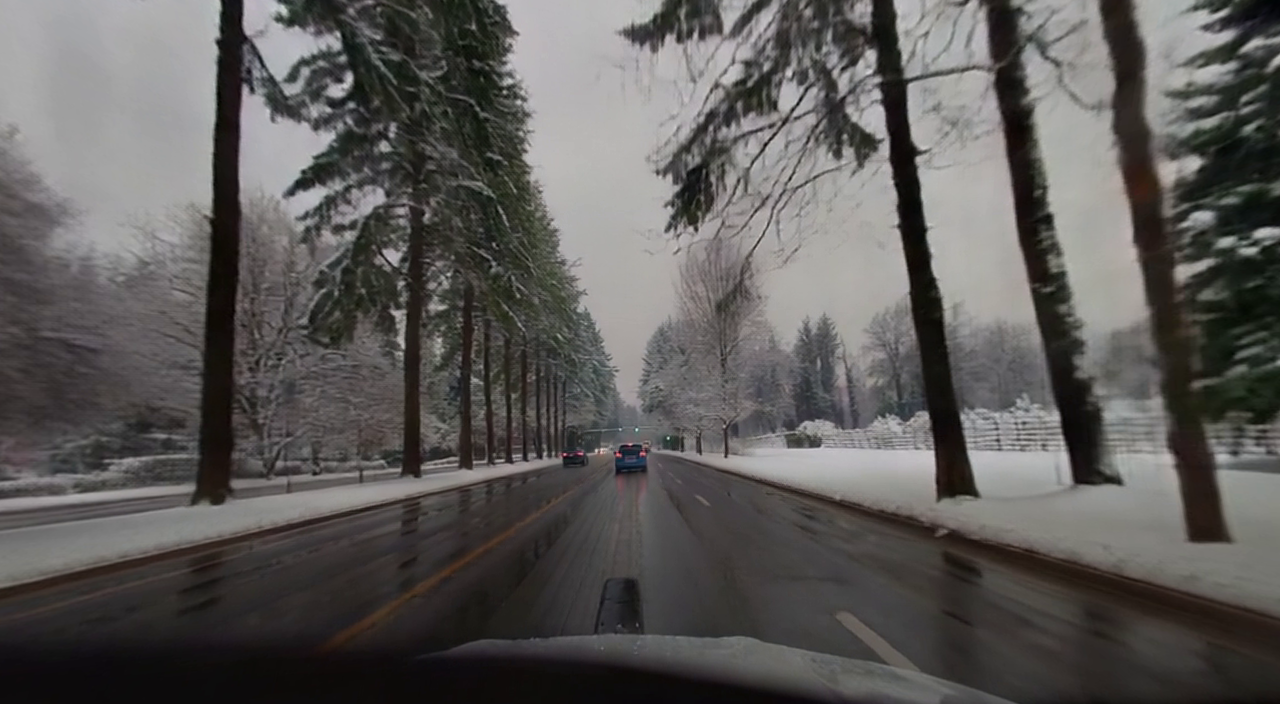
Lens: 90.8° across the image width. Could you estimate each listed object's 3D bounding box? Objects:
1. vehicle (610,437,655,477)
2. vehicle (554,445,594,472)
[{"bbox_3d":[-0.346,4.998,30.304,2.018,1.769,3.897,0,-8,-1],"label":"vehicle"},{"bbox_3d":[-4.023,6.523,39.019,1.936,1.538,4.016,0,-8,1],"label":"vehicle"}]
